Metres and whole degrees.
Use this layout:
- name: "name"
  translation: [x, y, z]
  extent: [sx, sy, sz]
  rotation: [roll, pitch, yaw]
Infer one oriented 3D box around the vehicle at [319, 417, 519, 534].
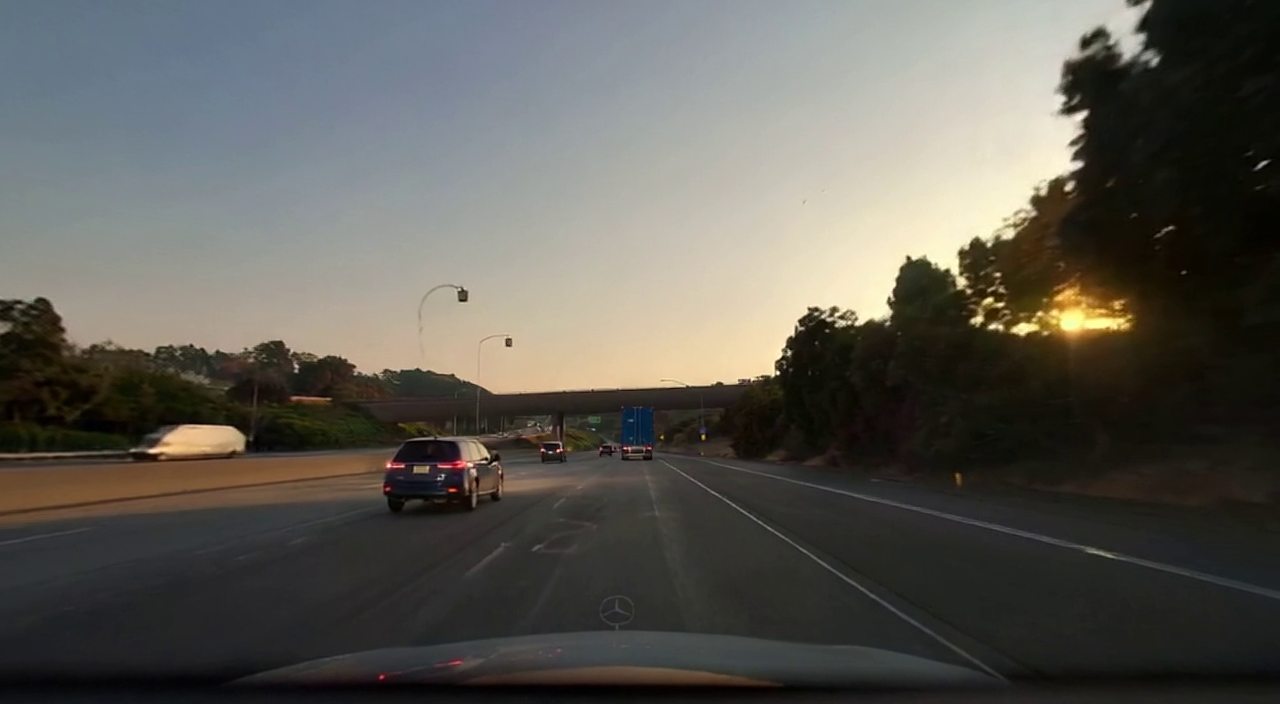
- name: "vehicle"
  translation: [-3.732, 2.187, 11.739]
  extent: [2.077, 1.716, 4.514]
  rotation: [0, -9, 0]
